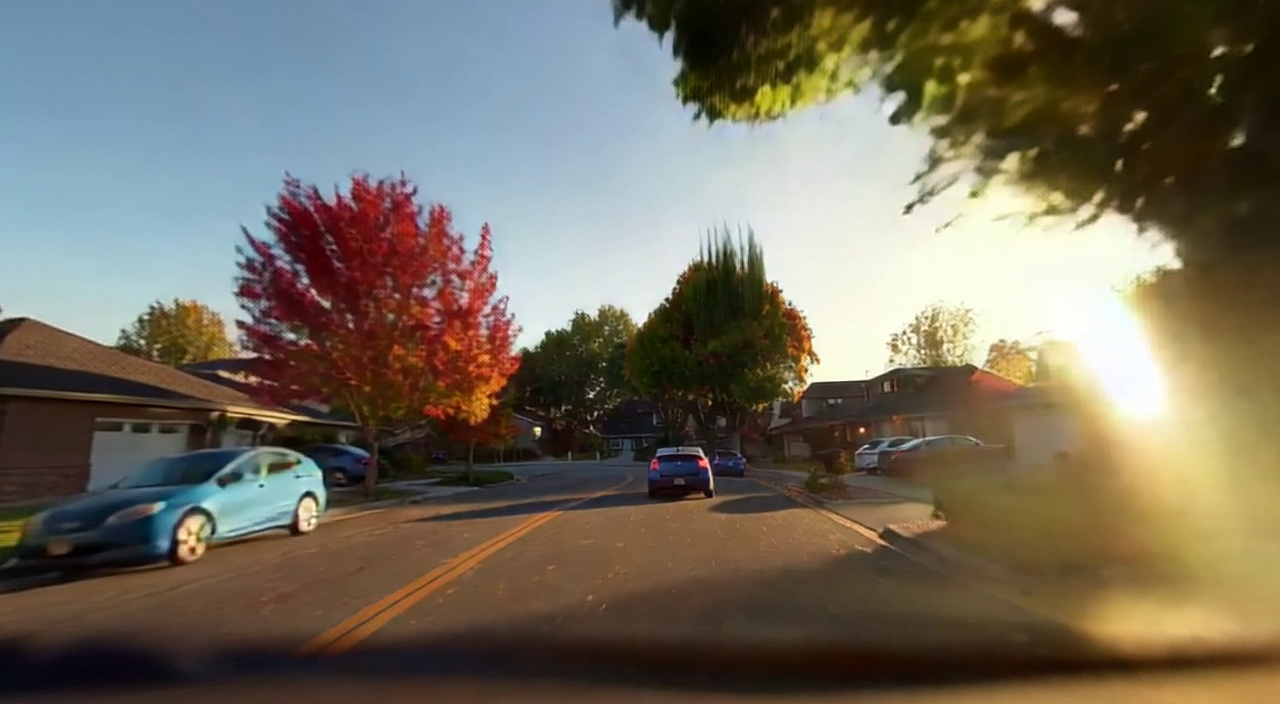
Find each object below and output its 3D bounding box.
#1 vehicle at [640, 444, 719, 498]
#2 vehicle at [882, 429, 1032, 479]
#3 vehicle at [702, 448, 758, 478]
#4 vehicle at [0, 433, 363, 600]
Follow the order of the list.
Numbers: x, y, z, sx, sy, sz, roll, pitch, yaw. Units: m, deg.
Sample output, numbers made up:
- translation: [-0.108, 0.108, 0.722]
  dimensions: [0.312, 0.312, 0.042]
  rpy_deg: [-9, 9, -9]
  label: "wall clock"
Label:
- translation: [1.119, 3.586, 19.533]
  dimensions: [2.192, 1.474, 4.192]
  rpy_deg: [0, -8, 1]
  label: "vehicle"
- translation: [11.921, 3.837, 23.966]
  dimensions: [4.524, 1.587, 2.064]
  rpy_deg: [-2, -8, -4]
  label: "vehicle"
- translation: [4.671, 5.825, 33.514]
  dimensions: [2.089, 1.462, 4.529]
  rpy_deg: [0, -8, -3]
  label: "vehicle"
- translation: [-6.565, 2.146, 9.409]
  dimensions: [2.641, 1.747, 4.738]
  rpy_deg: [-3, -7, 2]
  label: "vehicle"
